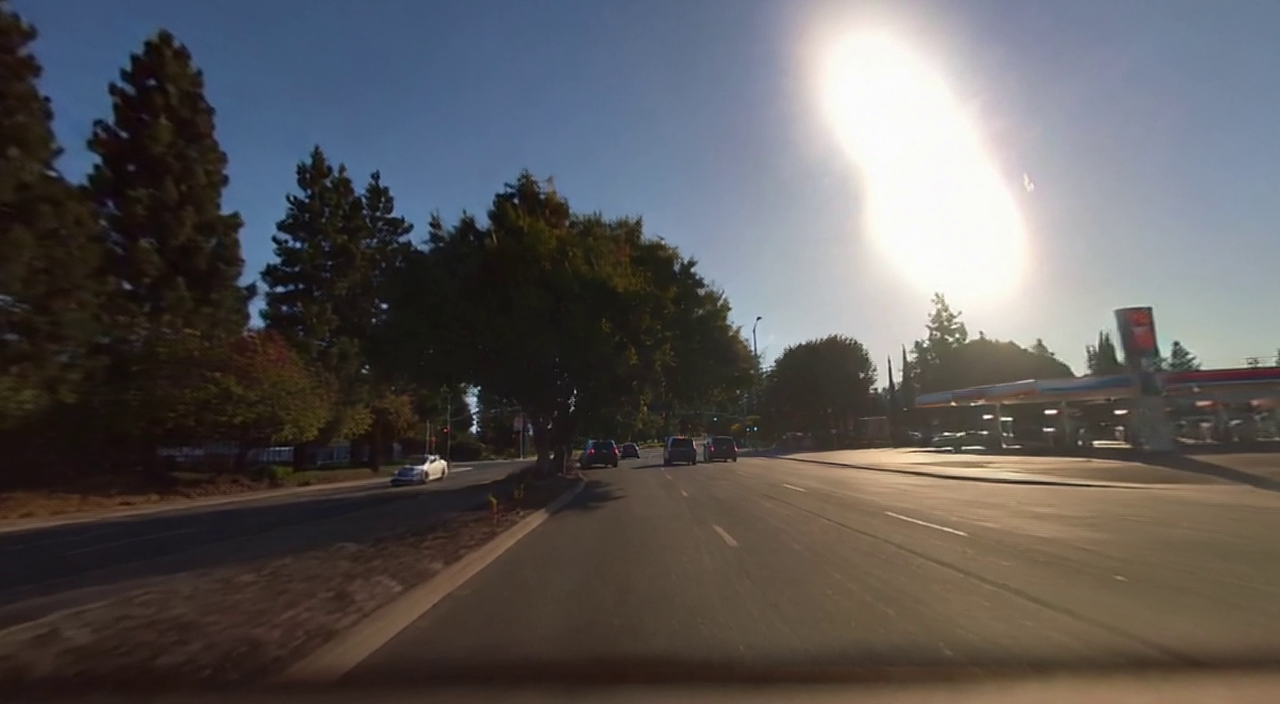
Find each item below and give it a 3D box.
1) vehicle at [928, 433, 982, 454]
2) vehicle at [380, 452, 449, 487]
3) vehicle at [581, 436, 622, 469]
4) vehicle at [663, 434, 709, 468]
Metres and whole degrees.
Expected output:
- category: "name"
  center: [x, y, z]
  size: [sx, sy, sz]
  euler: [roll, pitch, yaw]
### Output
- category: "vehicle"
  center: [24.140, 7.045, 48.528]
  size: [1.805, 1.460, 4.326]
  euler: [0, -9, -2]
- category: "vehicle"
  center: [-11.917, 6.224, 33.694]
  size: [1.934, 1.674, 4.445]
  euler: [0, -8, 1]
- category: "vehicle"
  center: [-2.379, 6.057, 38.235]
  size: [2.261, 1.820, 4.255]
  euler: [1, -9, -6]
- category: "vehicle"
  center: [2.546, 5.685, 36.239]
  size: [2.140, 1.800, 4.660]
  euler: [0, -8, -2]
